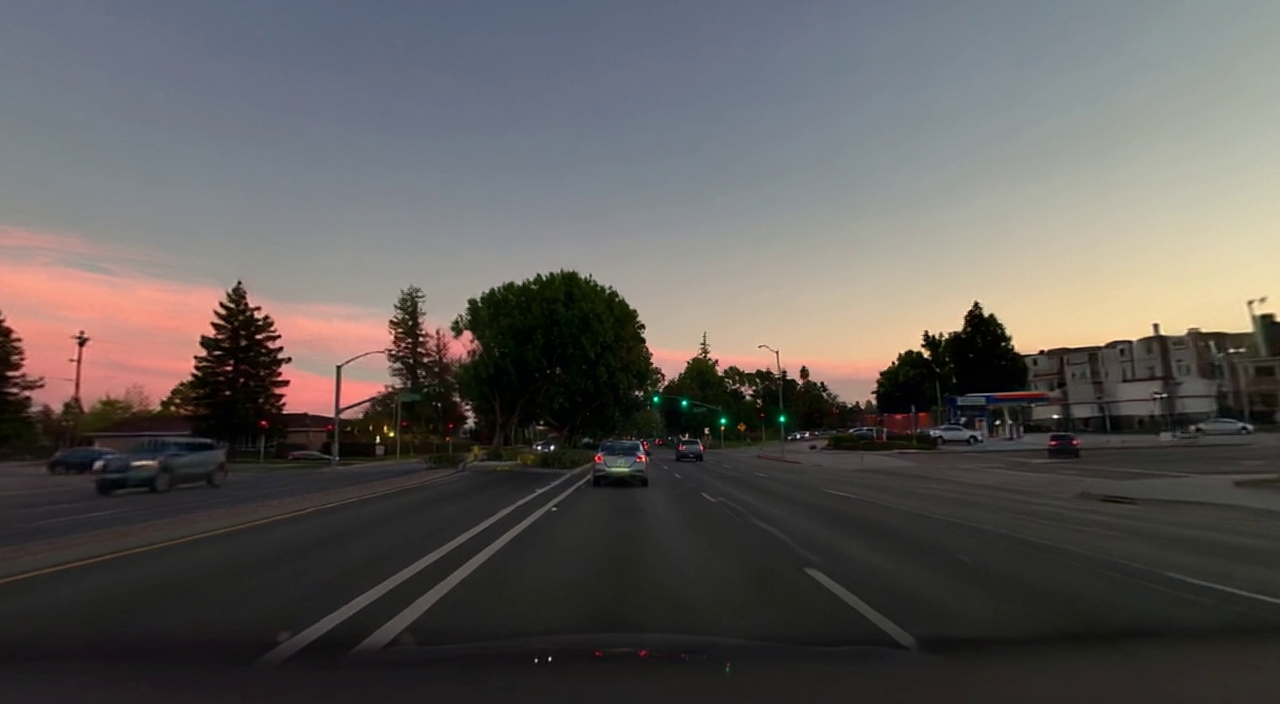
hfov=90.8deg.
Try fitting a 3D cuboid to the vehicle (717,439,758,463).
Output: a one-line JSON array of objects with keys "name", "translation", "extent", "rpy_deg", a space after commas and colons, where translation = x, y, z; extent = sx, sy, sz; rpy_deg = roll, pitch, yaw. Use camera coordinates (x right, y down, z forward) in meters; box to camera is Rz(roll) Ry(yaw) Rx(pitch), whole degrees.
[{"name": "vehicle", "translation": [6.292, 6.460, 41.229], "extent": [1.890, 1.489, 4.396], "rpy_deg": [0, -8, -1]}]

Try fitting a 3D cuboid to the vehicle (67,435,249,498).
[{"name": "vehicle", "translation": [-17.198, 4.096, 23.116], "extent": [2.224, 2.000, 5.743], "rpy_deg": [0, -8, -1]}]

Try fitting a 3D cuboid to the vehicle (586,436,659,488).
[{"name": "vehicle", "translation": [-0.509, 3.370, 19.644], "extent": [2.040, 1.451, 3.736], "rpy_deg": [0, -8, 0]}]
